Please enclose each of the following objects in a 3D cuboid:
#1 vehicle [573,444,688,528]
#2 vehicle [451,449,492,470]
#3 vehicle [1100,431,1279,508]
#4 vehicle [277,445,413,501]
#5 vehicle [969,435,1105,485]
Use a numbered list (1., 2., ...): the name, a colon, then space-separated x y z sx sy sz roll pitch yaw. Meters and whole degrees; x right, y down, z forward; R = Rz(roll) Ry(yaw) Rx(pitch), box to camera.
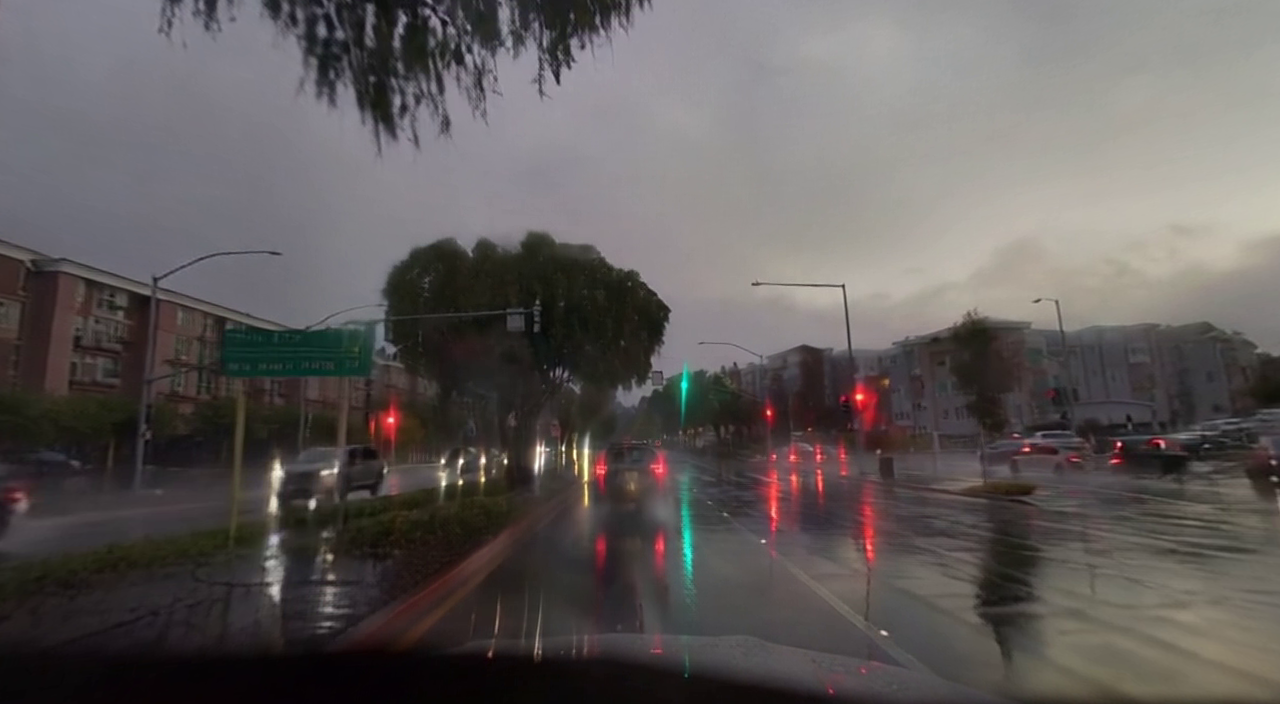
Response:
1. vehicle: -0.236 2.651 13.083 2.010 1.447 4.121 0 -9 -2
2. vehicle: -12.386 7.929 46.521 1.904 1.475 4.068 0 -9 1
3. vehicle: 13.081 2.655 14.595 1.859 1.525 3.948 0 -9 1
4. vehicle: -8.711 3.588 19.127 1.994 1.474 4.411 0 -9 0
5. vehicle: 13.078 3.566 21.069 1.887 1.504 3.898 0 -9 -2
